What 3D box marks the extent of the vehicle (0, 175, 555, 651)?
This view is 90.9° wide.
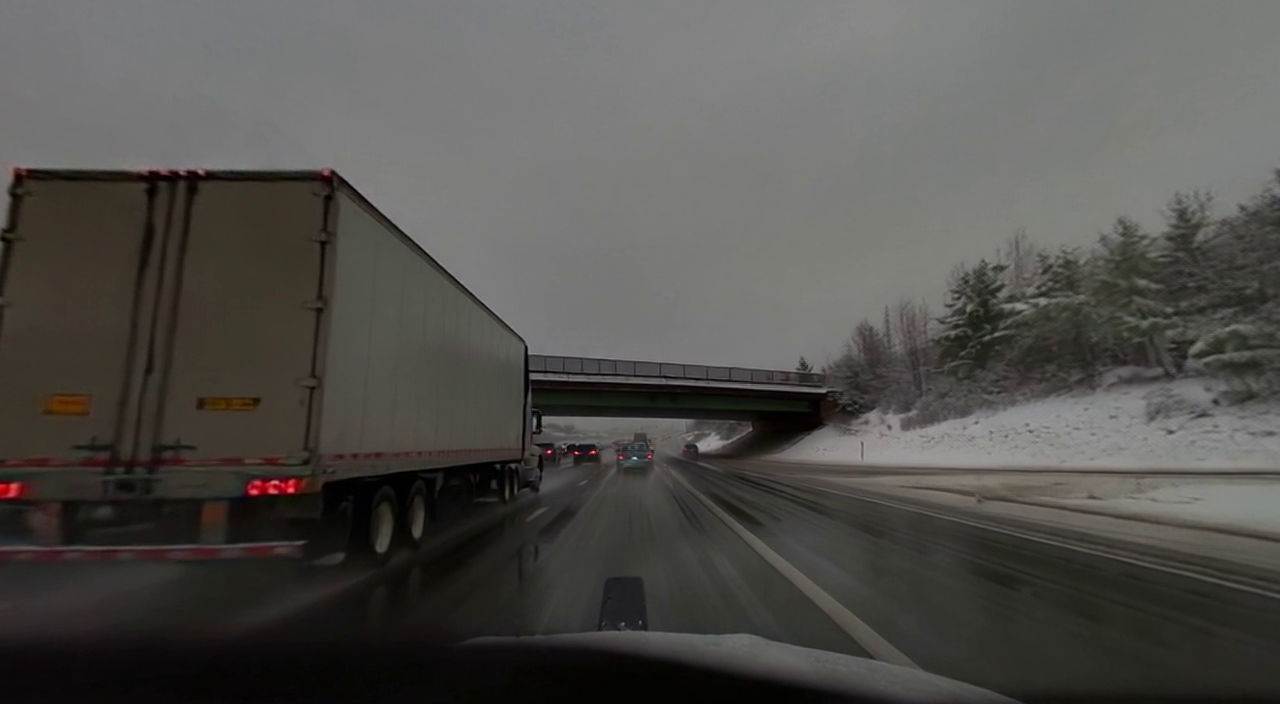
[{"bbox_3d":[-3.683,1.142,9.849,3.075,3.276,11.073,0,-8,1],"label":"vehicle"}]

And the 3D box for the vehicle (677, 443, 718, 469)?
[{"bbox_3d":[3.386,6.215,38.028,2.003,1.465,4.092,0,-8,-1],"label":"vehicle"}]

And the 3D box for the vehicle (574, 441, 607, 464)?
[{"bbox_3d":[-3.746,7.642,48.208,2.124,1.639,4.344,0,-8,1],"label":"vehicle"}]

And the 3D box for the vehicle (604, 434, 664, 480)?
[{"bbox_3d":[-0.221,4.280,25.961,2.270,1.696,4.061,0,-8,0],"label":"vehicle"}]
